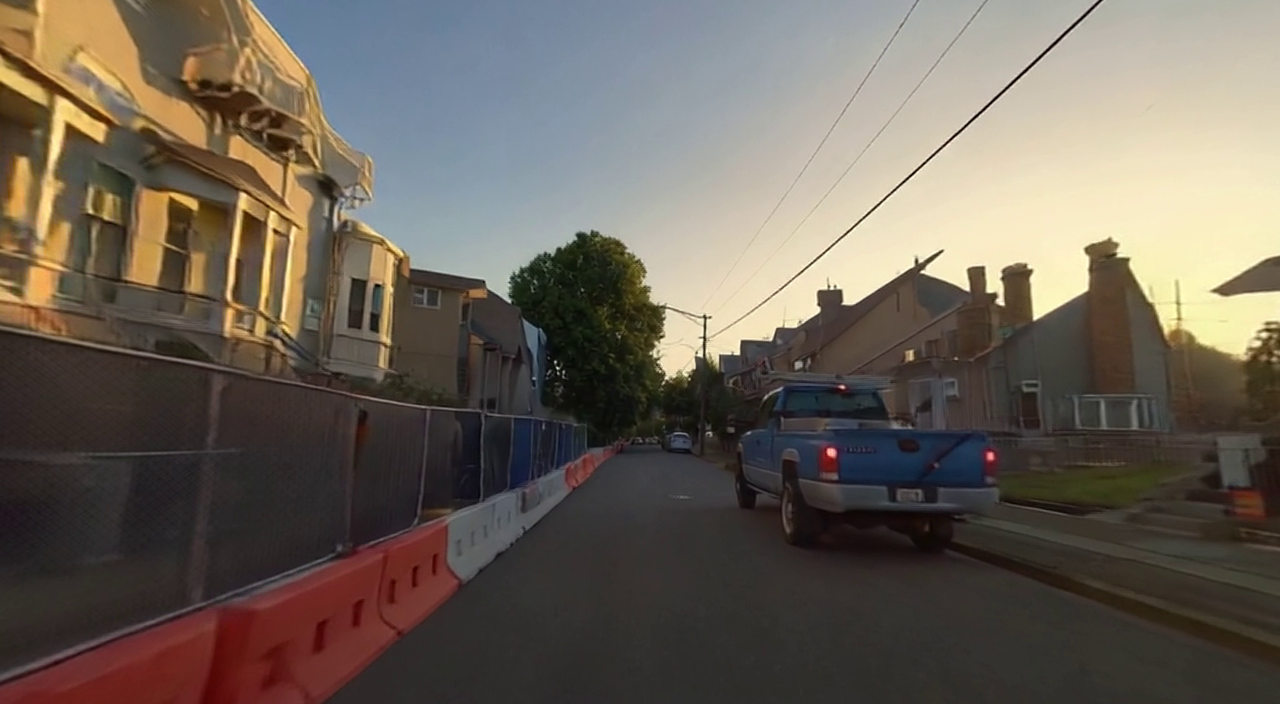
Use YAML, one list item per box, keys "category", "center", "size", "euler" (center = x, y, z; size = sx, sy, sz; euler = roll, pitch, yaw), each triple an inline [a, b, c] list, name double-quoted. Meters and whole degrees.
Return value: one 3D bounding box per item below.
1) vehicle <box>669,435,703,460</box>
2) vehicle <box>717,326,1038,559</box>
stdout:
- category: "vehicle"
  center: [3.361, 7.102, 47.124]
  size: [2.066, 1.739, 4.234]
  euler: [0, -8, -2]
- category: "vehicle"
  center: [3.240, 1.476, 10.753]
  size: [2.879, 2.801, 6.142]
  euler: [0, -8, -2]
